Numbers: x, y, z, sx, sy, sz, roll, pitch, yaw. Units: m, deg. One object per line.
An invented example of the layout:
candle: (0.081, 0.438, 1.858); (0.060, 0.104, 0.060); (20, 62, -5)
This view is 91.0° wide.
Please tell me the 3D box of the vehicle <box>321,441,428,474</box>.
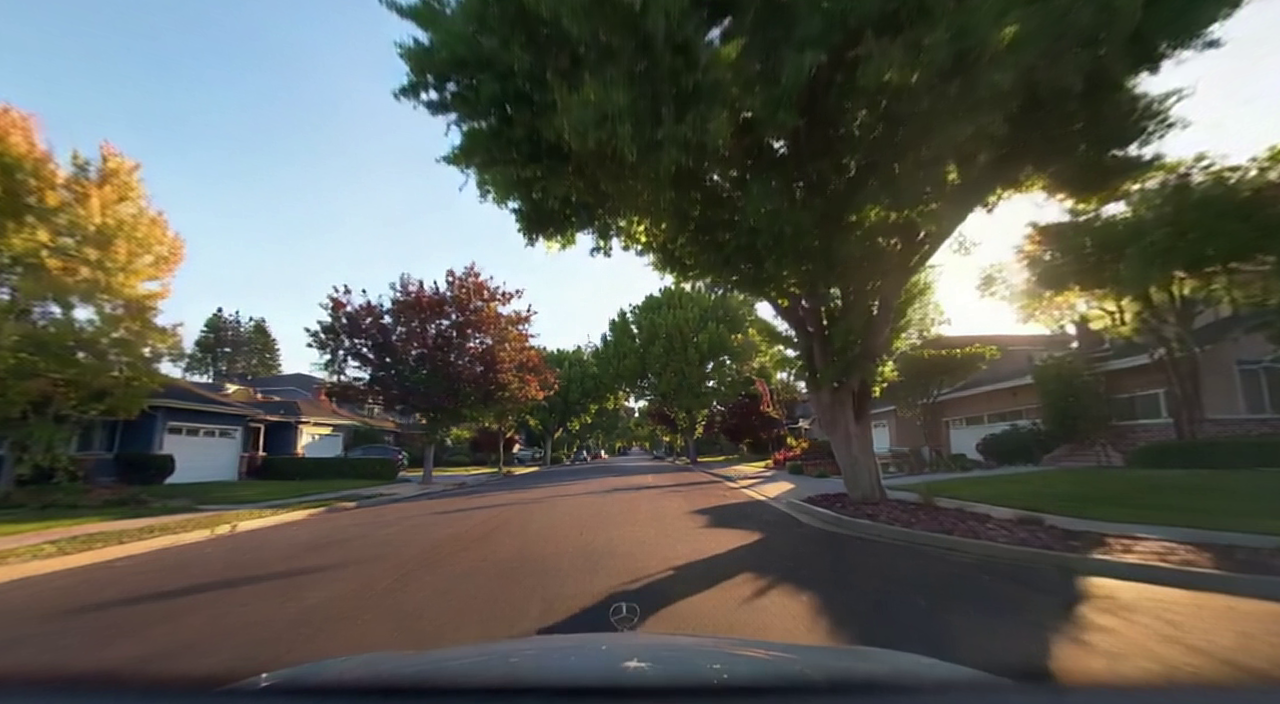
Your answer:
vehicle: (-14.217, 5.664, 33.889); (4.850, 1.676, 1.920); (0, -9, 3)
